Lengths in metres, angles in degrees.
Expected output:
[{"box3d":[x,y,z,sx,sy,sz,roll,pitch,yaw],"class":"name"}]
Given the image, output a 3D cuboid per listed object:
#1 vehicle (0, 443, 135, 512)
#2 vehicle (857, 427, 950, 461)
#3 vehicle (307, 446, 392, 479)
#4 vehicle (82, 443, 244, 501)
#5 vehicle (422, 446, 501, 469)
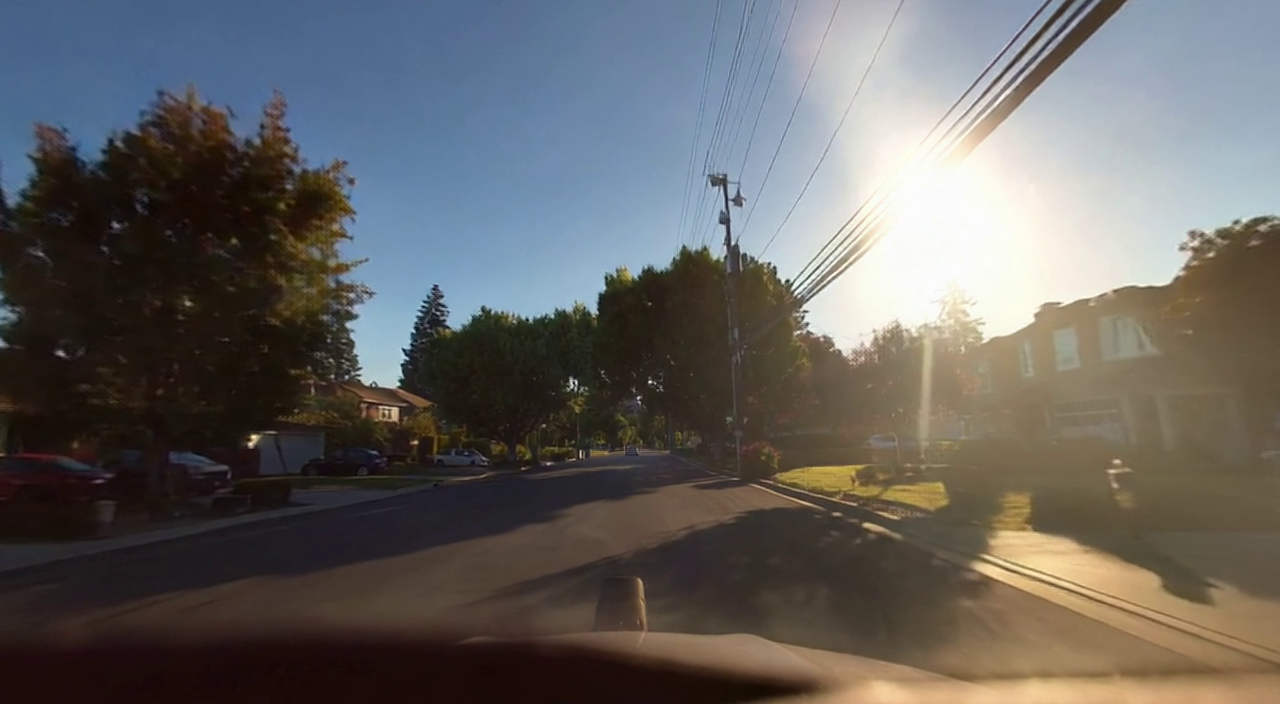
[{"box3d":[-16.457,3.242,16.596,4.482,1.648,2.169,0,-9,1],"class":"vehicle"},{"box3d":[14.768,5.196,35.648,4.373,1.759,2.093,0,-10,6],"class":"vehicle"},{"box3d":[-14.994,5.711,33.008,1.978,1.586,5.192,0,-8,0],"class":"vehicle"},{"box3d":[-15.244,3.774,20.250,4.232,1.693,1.949,-3,-9,18],"class":"vehicle"},{"box3d":[-12.489,7.407,44.390,4.893,1.567,2.105,-1,-8,6],"class":"vehicle"}]
